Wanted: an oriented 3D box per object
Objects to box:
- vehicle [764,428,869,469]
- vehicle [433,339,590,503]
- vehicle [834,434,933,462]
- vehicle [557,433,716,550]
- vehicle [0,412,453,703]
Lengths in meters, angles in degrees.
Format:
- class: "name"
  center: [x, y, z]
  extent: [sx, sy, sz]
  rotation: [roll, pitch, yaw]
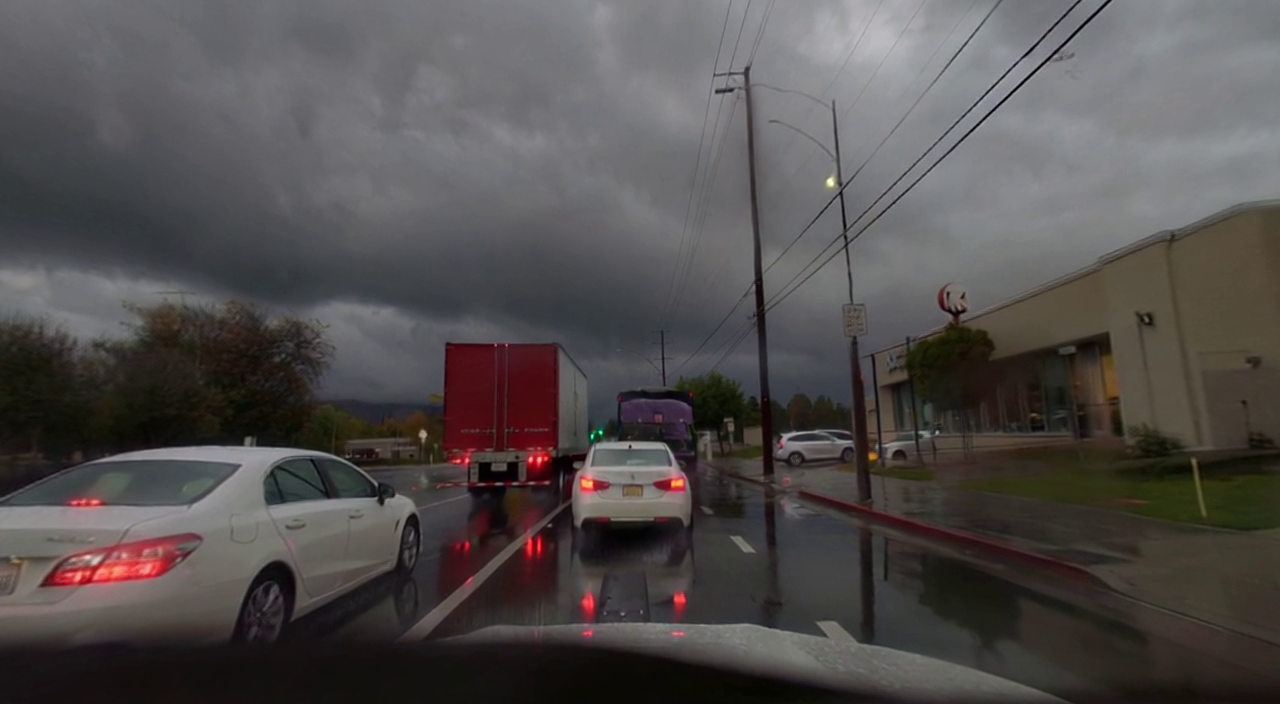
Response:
- class: "vehicle"
  center: [8.569, 4.752, 30.968]
  extent: [2.061, 1.845, 4.829]
  rotation: [5, -10, -31]
- class: "vehicle"
  center: [-3.248, 2.091, 18.162]
  extent: [3.020, 3.800, 7.105]
  rotation: [0, -8, 0]
- class: "vehicle"
  center: [13.186, 5.225, 34.225]
  extent: [4.574, 1.478, 1.880]
  rotation: [0, -8, 3]
- class: "vehicle"
  center: [-0.075, 2.125, 10.287]
  extent: [2.067, 1.506, 4.118]
  rotation: [0, -8, -1]
- class: "vehicle"
  center: [-3.044, 1.294, 4.623]
  extent: [1.969, 1.471, 4.378]
  rotation: [0, -8, 0]
